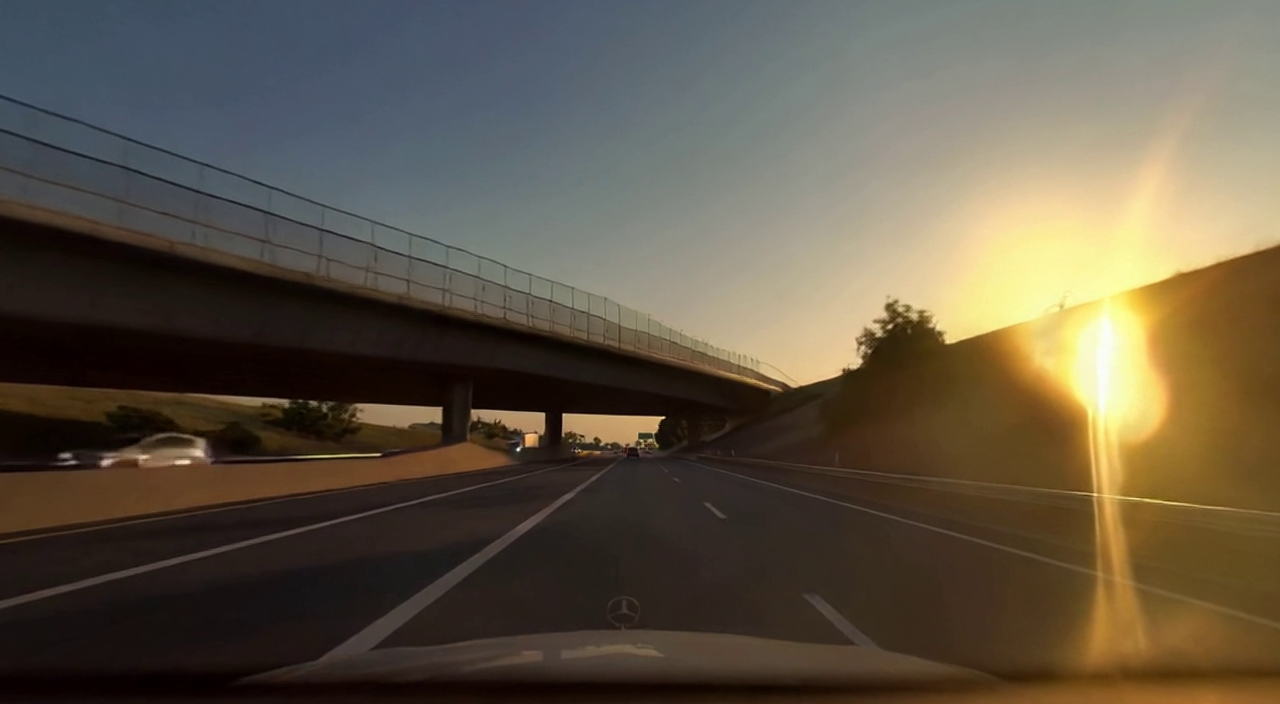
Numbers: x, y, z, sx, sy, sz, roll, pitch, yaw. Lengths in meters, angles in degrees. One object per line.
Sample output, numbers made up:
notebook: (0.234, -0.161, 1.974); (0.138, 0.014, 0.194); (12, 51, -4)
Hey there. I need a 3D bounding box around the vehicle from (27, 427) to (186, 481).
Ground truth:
vehicle: (-19.601, 3.777, 23.506); (2.016, 1.787, 4.393); (0, -9, 0)
